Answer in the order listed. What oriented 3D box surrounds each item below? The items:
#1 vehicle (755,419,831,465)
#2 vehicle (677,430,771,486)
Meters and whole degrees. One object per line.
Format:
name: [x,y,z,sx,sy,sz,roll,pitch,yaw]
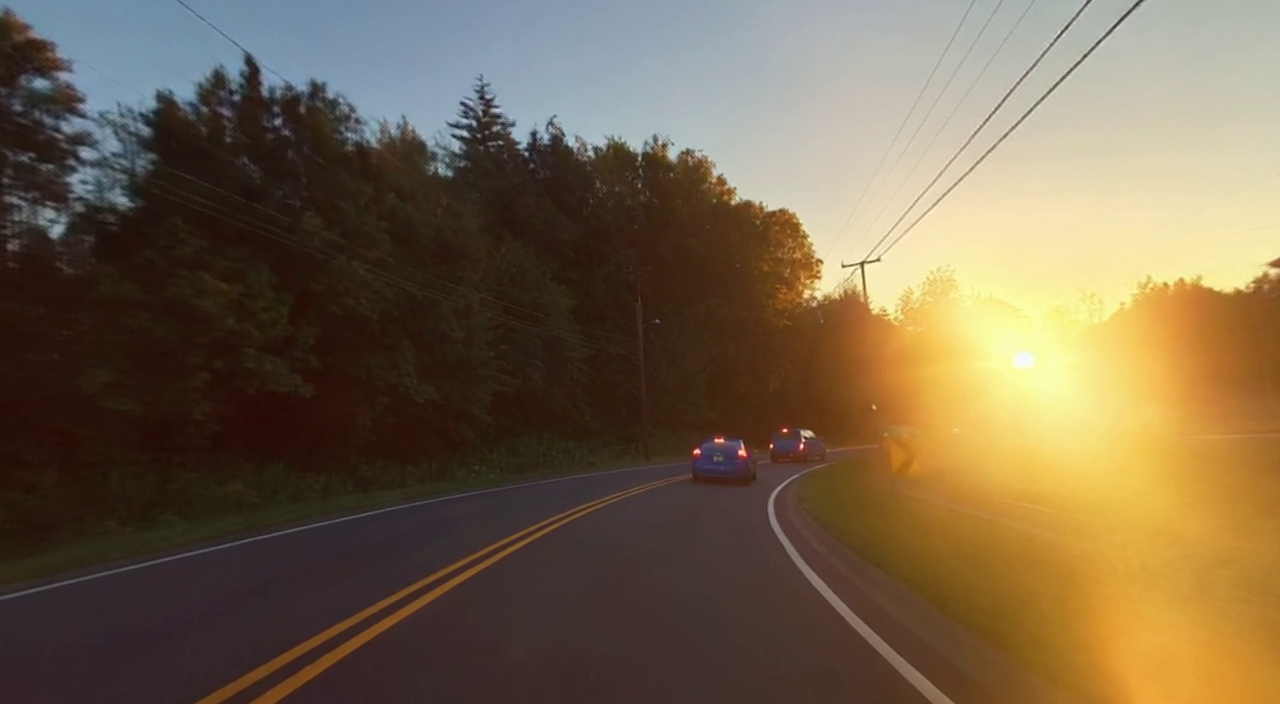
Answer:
vehicle: [8.052,4.701,32.729,2.376,2.145,5.953,-4,-10,27]
vehicle: [2.770,3.308,19.912,2.157,1.565,4.243,-3,-9,18]
